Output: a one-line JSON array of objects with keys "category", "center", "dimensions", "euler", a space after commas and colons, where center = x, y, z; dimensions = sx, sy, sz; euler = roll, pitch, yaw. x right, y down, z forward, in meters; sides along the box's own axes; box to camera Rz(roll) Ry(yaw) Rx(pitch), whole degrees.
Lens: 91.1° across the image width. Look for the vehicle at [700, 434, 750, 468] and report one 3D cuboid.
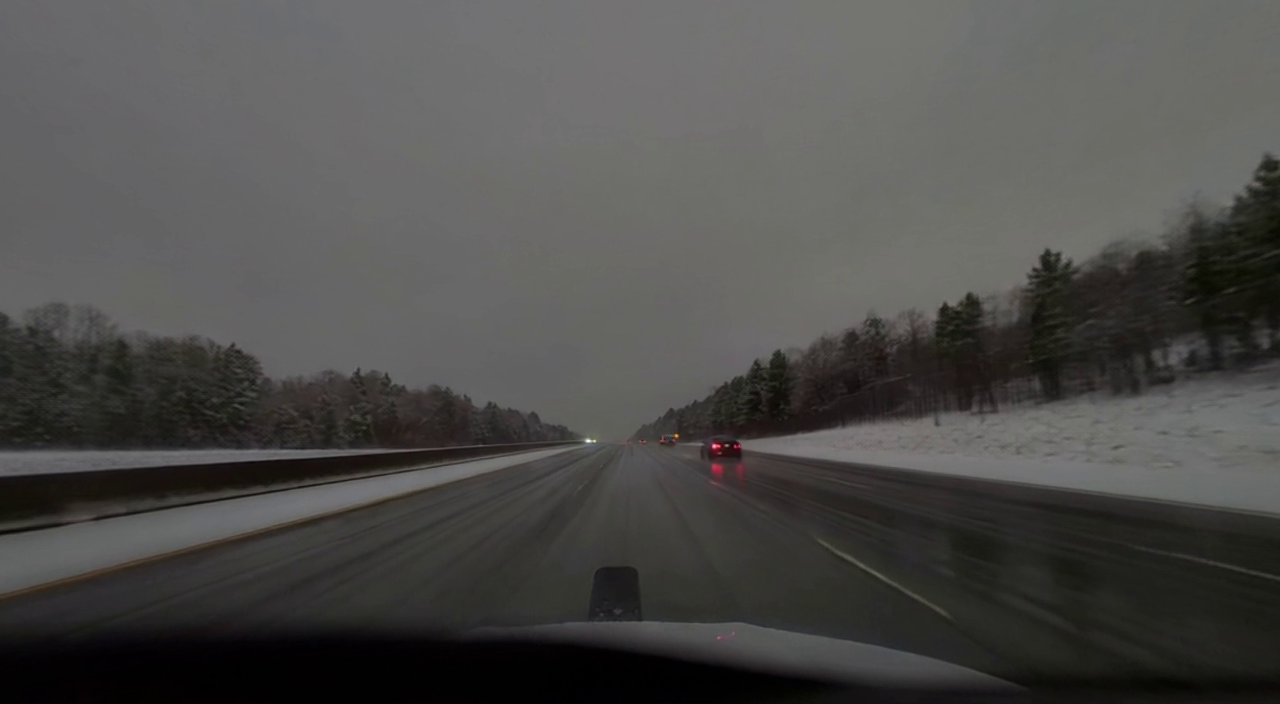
[{"category": "vehicle", "center": [4.025, 4.711, 30.258], "dimensions": [1.802, 1.492, 3.804], "euler": [0, -8, -1]}]
